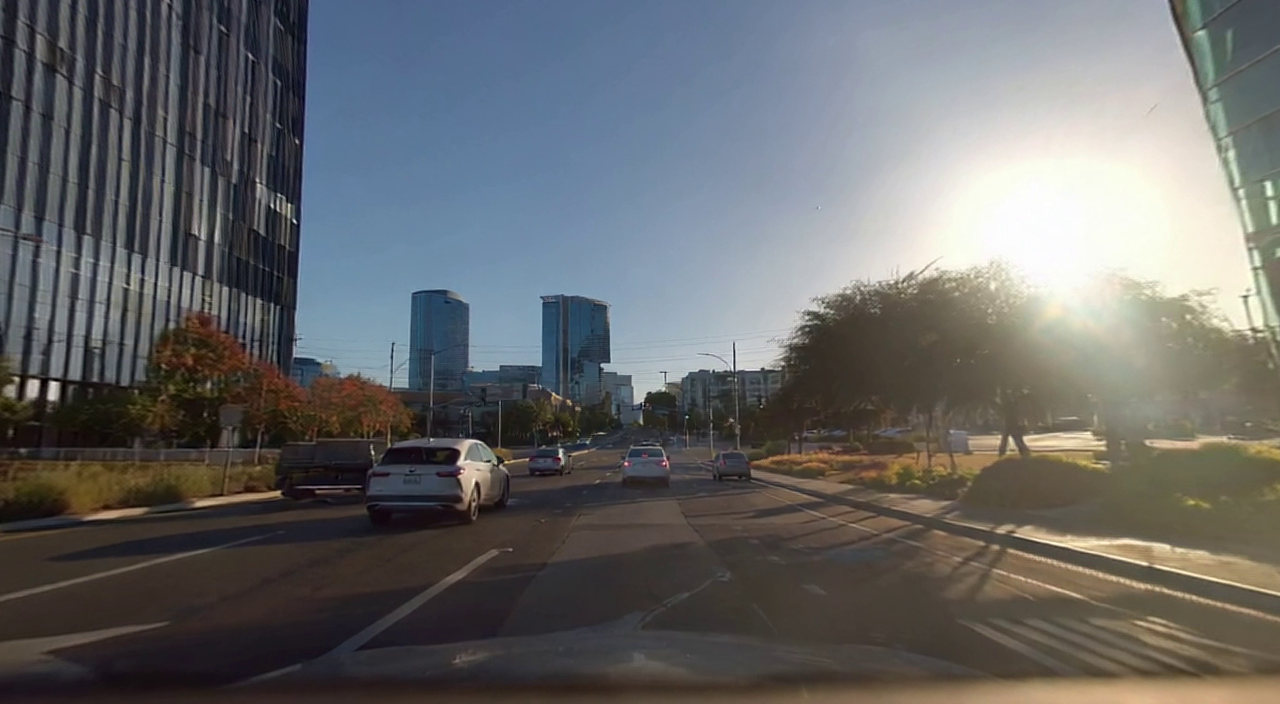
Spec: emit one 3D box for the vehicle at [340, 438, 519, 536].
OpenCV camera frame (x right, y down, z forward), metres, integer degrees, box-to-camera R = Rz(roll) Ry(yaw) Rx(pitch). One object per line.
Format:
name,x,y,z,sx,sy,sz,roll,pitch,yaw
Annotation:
vehicle,-3.750,2.463,12.143,1.933,1.520,4.195,0,-9,1

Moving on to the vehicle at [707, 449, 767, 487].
vehicle,4.151,5.017,27.560,1.940,1.514,4.187,0,-9,-1

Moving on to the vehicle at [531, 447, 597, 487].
vehicle,-3.086,4.746,26.429,2.044,1.508,4.479,0,-9,2

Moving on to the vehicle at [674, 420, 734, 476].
vehicle,4.207,6.739,44.428,3.074,3.316,12.953,0,-9,1

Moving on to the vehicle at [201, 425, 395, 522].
vehicle,-7.100,2.547,13.670,1.902,1.765,3.973,0,-9,1

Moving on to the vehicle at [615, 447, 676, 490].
vehicle,0.209,4.538,24.850,2.174,1.509,4.374,0,-9,0
